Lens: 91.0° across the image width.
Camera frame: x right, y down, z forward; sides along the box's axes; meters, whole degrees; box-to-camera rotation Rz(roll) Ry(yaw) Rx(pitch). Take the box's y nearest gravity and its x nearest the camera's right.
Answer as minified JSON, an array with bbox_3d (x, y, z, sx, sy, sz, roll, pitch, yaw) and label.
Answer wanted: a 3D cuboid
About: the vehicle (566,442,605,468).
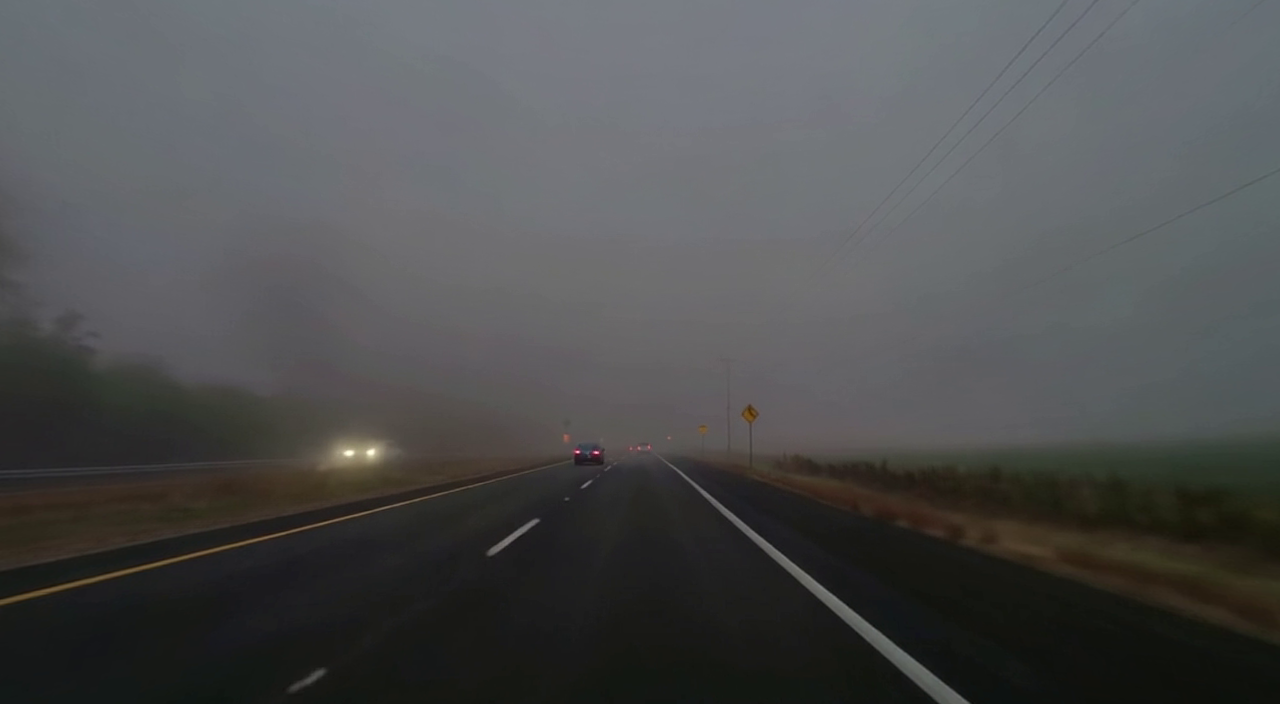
[{"bbox_3d":[-3.503,6.747,41.321,2.120,1.597,4.810,0,-9,0],"label":"vehicle"}]

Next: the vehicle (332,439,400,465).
[{"bbox_3d":[-21.178,7.776,49.044,2.445,1.917,6.250,0,-9,1],"label":"vehicle"}]
